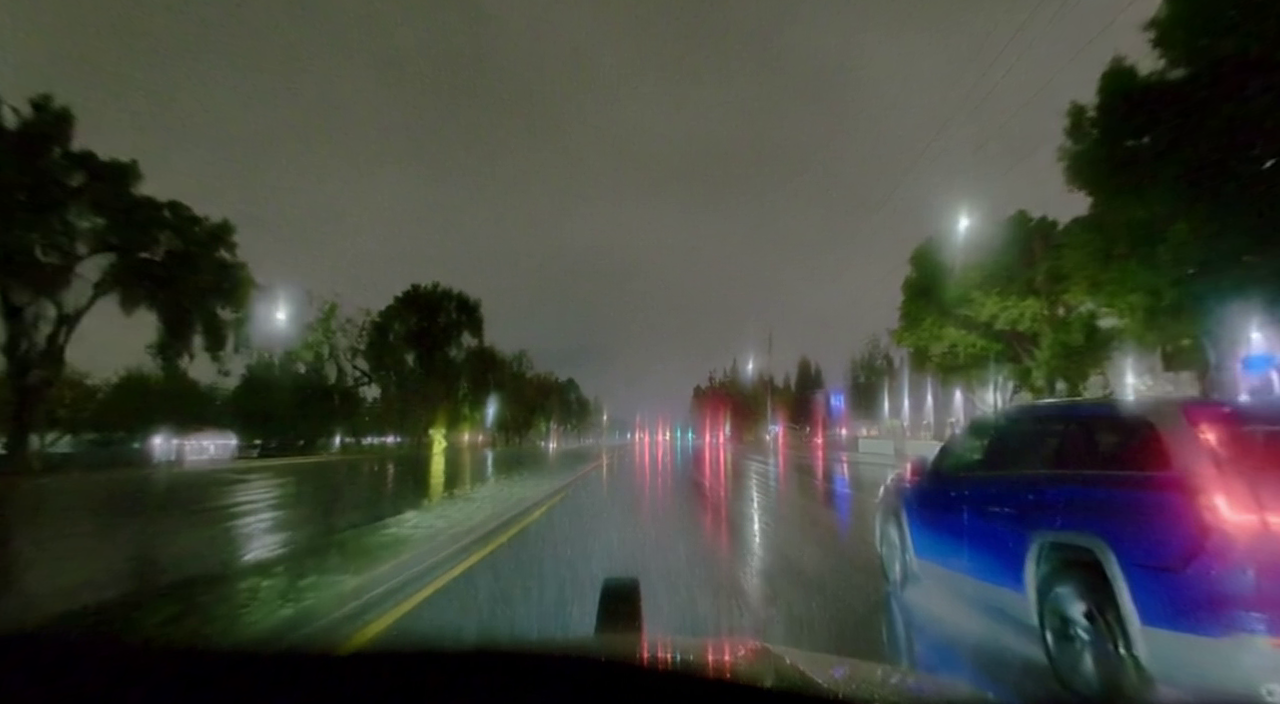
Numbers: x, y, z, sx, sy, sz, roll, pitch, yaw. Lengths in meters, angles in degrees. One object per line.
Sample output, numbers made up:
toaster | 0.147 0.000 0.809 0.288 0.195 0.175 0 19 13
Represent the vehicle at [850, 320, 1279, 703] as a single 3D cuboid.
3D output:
vehicle | 3.130 1.029 4.055 2.060 1.665 4.284 0 -8 0
